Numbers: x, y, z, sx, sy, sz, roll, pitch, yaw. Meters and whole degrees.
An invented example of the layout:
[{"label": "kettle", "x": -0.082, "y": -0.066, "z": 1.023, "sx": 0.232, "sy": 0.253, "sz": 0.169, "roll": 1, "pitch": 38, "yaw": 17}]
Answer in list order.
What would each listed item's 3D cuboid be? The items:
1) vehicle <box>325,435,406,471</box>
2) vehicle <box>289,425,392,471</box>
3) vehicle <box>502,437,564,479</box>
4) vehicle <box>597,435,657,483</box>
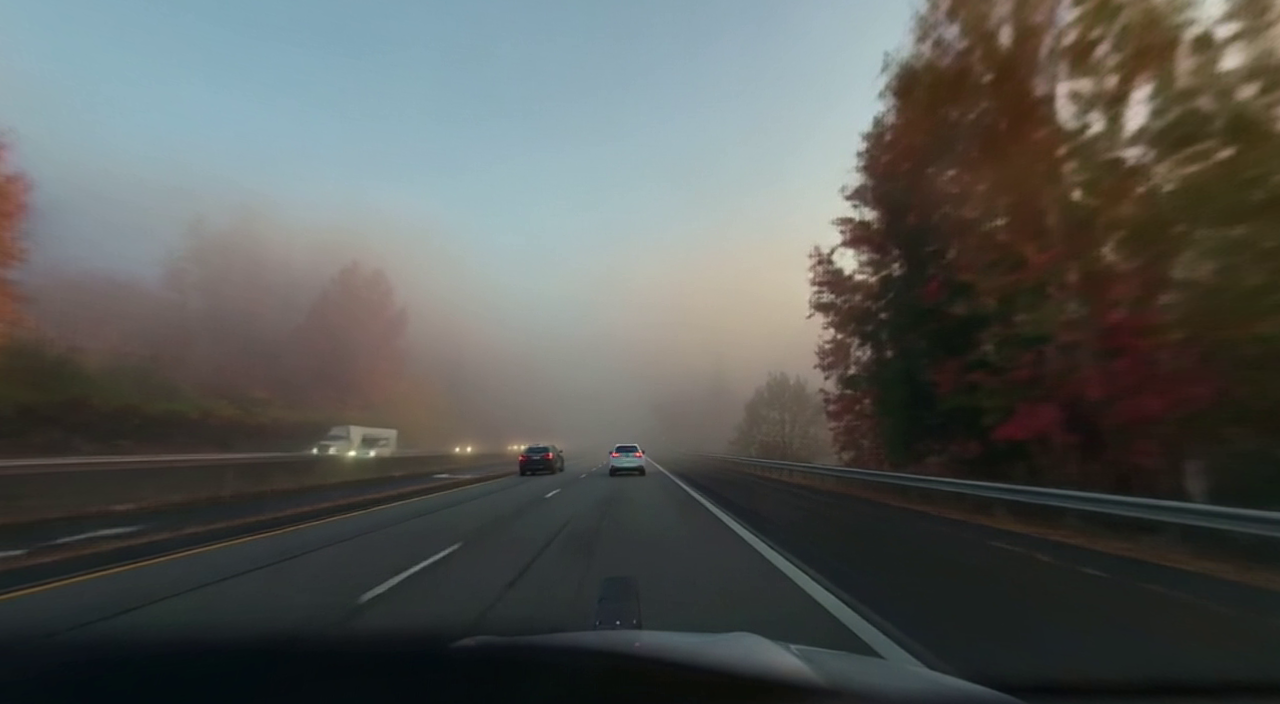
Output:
[{"label": "vehicle", "x": -13.613, "y": 5.047, "z": 31.397, "sx": 2.003, "sy": 1.594, "sz": 4.599, "roll": -1, "pitch": -9, "yaw": 0}, {"label": "vehicle", "x": -17.720, "y": 5.752, "z": 37.715, "sx": 2.550, "sy": 2.436, "sz": 7.444, "roll": -1, "pitch": -9, "yaw": -1}, {"label": "vehicle", "x": -4.707, "y": 4.769, "z": 28.299, "sx": 1.974, "sy": 1.688, "sz": 4.727, "roll": -1, "pitch": -9, "yaw": 0}, {"label": "vehicle", "x": -0.481, "y": 4.124, "z": 24.295, "sx": 2.115, "sy": 1.661, "sz": 4.049, "roll": 0, "pitch": -9, "yaw": -1}]
